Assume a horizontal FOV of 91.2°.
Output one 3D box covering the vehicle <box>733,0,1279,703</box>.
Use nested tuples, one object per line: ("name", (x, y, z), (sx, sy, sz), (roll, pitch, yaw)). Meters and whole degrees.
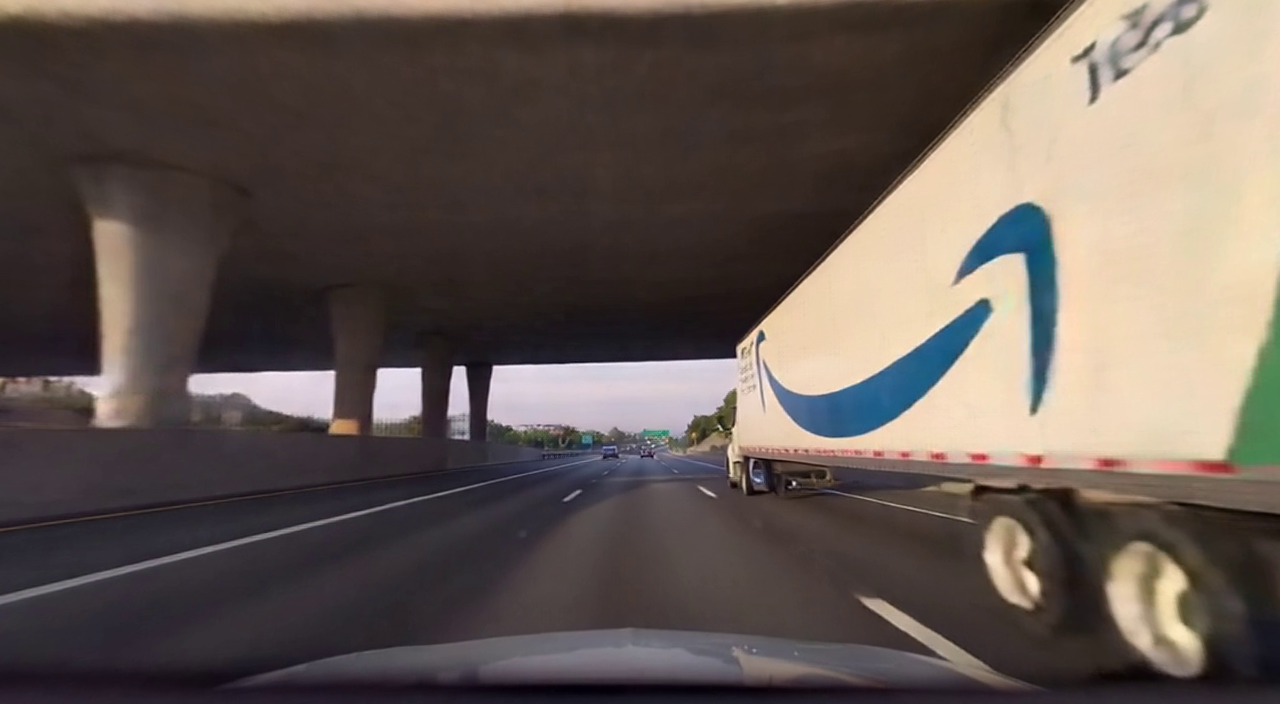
("vehicle", (4.091, 0.622, 8.774), (2.928, 4.021, 17.190), (0, -8, 0))
